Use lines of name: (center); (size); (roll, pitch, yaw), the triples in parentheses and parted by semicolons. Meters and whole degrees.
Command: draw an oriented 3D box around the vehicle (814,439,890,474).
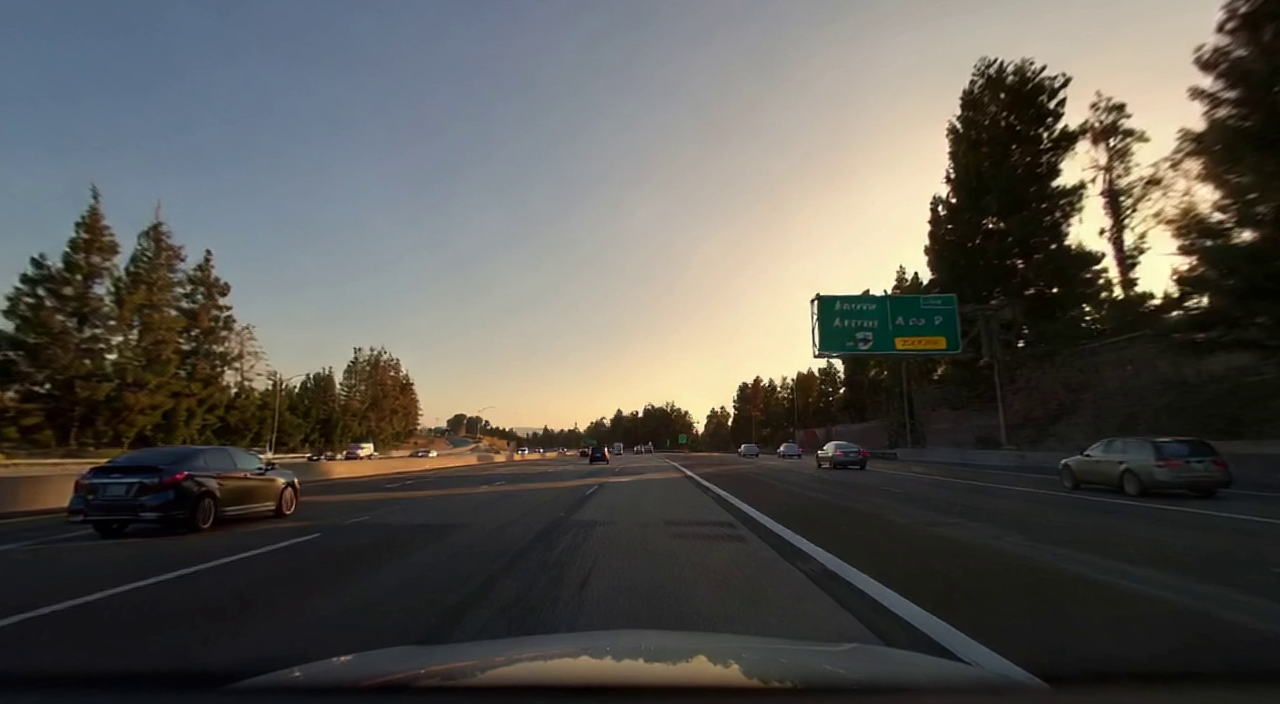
vehicle: (10.127, 5.031, 30.573); (2.201, 1.535, 4.735); (0, -8, 2)

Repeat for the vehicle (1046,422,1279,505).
vehicle: (13.024, 2.748, 16.045); (2.168, 1.753, 4.993); (0, -8, 2)

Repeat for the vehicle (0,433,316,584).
vehicle: (-6.715, 1.885, 8.597); (2.038, 1.463, 4.656); (0, -8, 1)
